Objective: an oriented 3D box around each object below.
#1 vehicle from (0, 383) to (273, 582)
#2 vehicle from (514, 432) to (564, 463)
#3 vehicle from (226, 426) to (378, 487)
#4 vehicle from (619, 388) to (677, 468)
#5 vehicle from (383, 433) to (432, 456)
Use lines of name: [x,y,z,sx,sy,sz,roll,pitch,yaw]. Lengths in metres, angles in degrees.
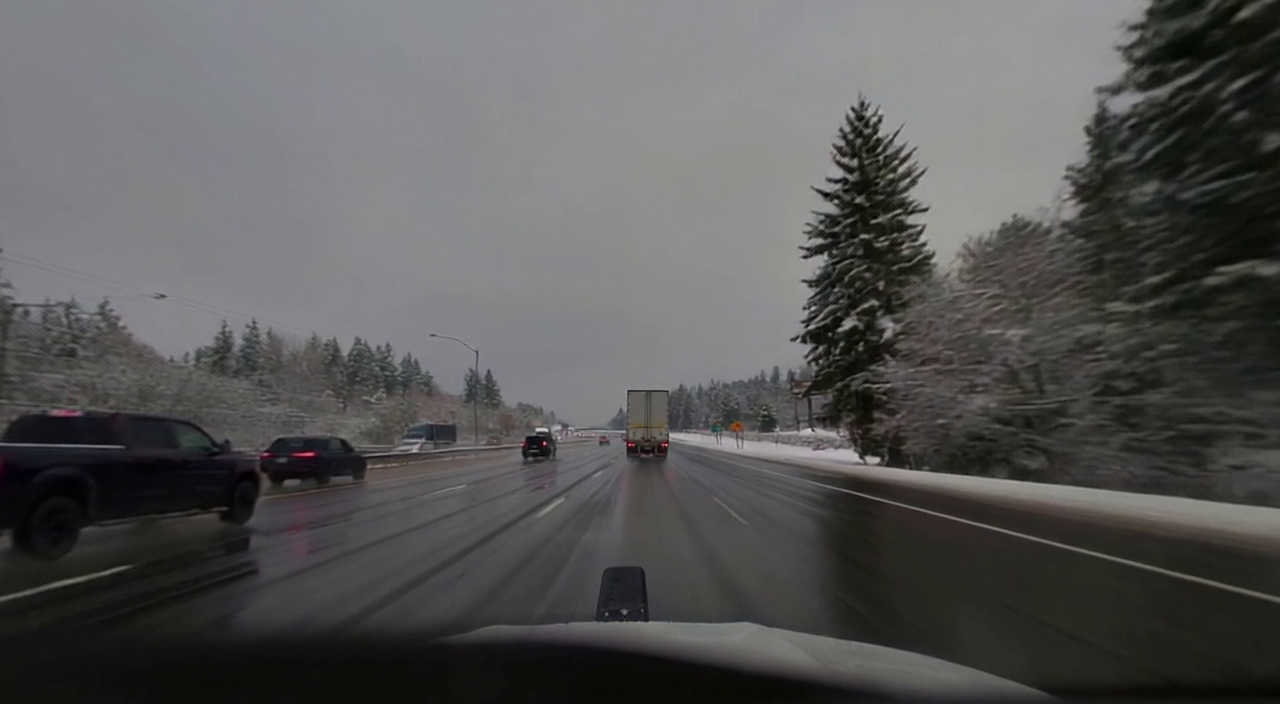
vehicle: [-7.099,1.462,7.518,2.197,1.847,5.364,0,-8,0]
vehicle: [-6.590,6.336,41.896,2.263,1.936,5.802,0,-8,1]
vehicle: [-10.889,3.413,20.925,2.010,1.766,5.365,0,-8,1]
vehicle: [0.636,4.644,37.534,2.879,4.027,11.243,-1,-8,2]
vehicle: [-17.662,7.074,48.079,1.906,1.656,4.683,0,-8,1]
